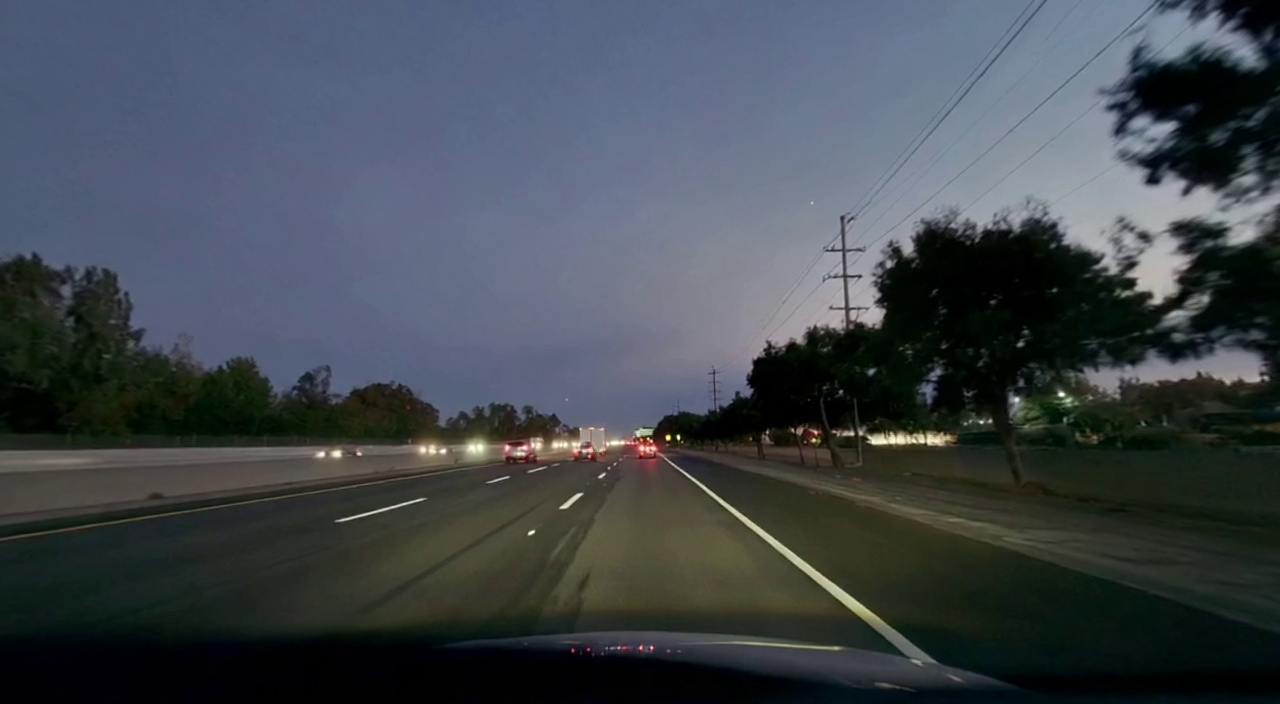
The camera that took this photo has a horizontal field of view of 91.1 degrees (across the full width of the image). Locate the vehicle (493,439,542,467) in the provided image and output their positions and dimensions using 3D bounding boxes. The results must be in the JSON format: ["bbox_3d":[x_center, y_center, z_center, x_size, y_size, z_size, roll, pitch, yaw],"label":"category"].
[{"bbox_3d":[-7.058,5.849,36.540,1.936,1.497,4.251,0,-8,1],"label":"vehicle"}]

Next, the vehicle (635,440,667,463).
[{"bbox_3d":[0.732,6.714,42.583,2.057,1.453,3.926,0,-8,1],"label":"vehicle"}]

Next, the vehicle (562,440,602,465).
[{"bbox_3d":[-3.558,6.245,39.200,2.046,1.478,4.111,0,-8,1],"label":"vehicle"}]
